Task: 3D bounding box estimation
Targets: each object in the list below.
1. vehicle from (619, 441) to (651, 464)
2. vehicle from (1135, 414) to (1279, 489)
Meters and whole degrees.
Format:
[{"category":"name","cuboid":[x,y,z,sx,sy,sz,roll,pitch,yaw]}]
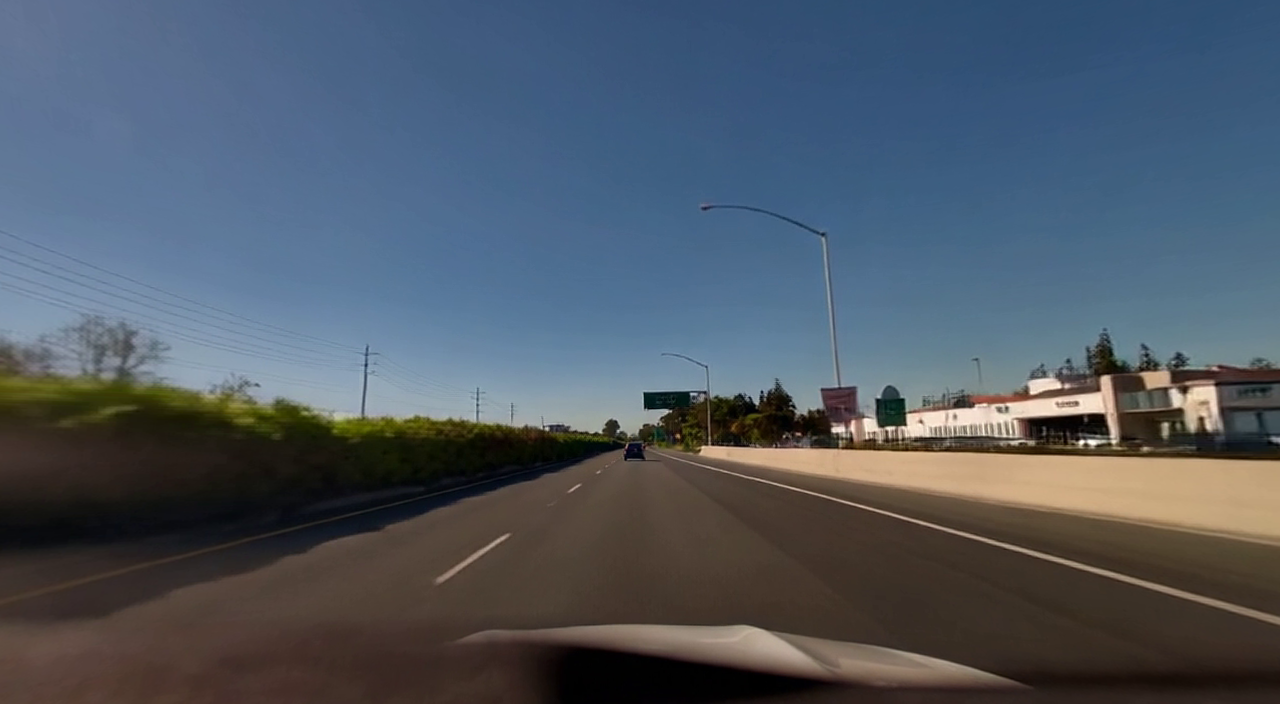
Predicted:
[{"category":"vehicle","cuboid":[-0.366,7.079,44.434,2.110,1.555,4.431,0,-9,-1]},{"category":"vehicle","cuboid":[18.162,2.912,18.473,2.288,1.963,5.983,1,-9,-2]}]
